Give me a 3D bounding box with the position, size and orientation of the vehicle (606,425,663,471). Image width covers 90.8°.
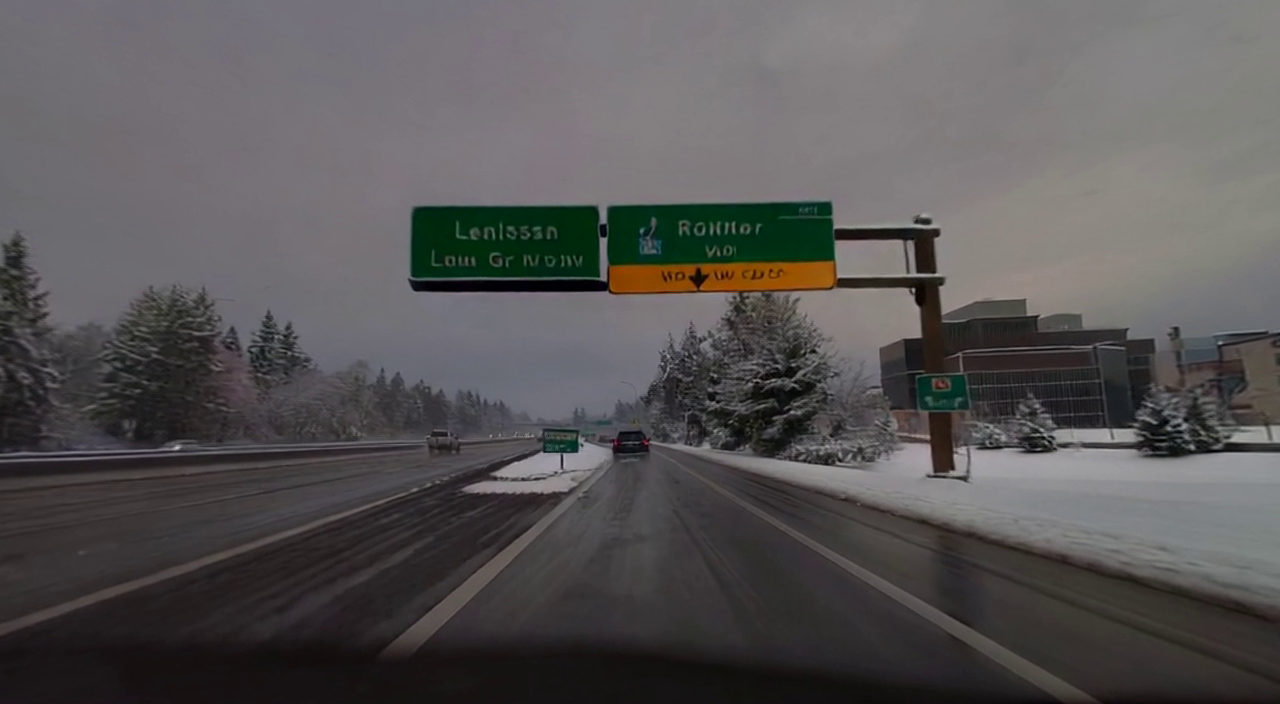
[{"bbox_3d":[-0.278,4.558,30.131,2.497,1.957,5.432,0,-8,-1],"label":"vehicle"}]
